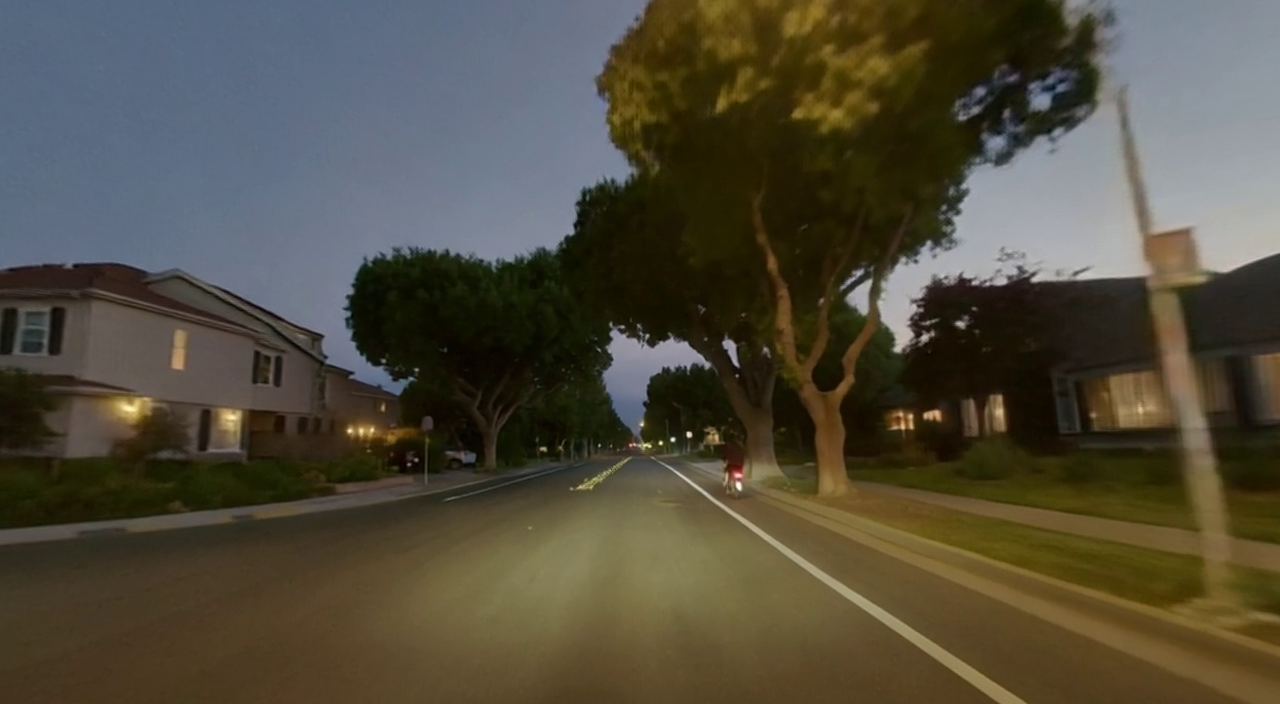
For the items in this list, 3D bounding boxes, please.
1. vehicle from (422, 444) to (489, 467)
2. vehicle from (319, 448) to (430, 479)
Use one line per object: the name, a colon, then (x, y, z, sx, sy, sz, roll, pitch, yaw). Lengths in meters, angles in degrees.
vehicle: (-14.231, 8.011, 48.930, 4.587, 1.722, 1.906, 1, -9, -2)
vehicle: (-13.219, 5.560, 31.728, 4.717, 1.465, 1.887, 1, -9, -3)
